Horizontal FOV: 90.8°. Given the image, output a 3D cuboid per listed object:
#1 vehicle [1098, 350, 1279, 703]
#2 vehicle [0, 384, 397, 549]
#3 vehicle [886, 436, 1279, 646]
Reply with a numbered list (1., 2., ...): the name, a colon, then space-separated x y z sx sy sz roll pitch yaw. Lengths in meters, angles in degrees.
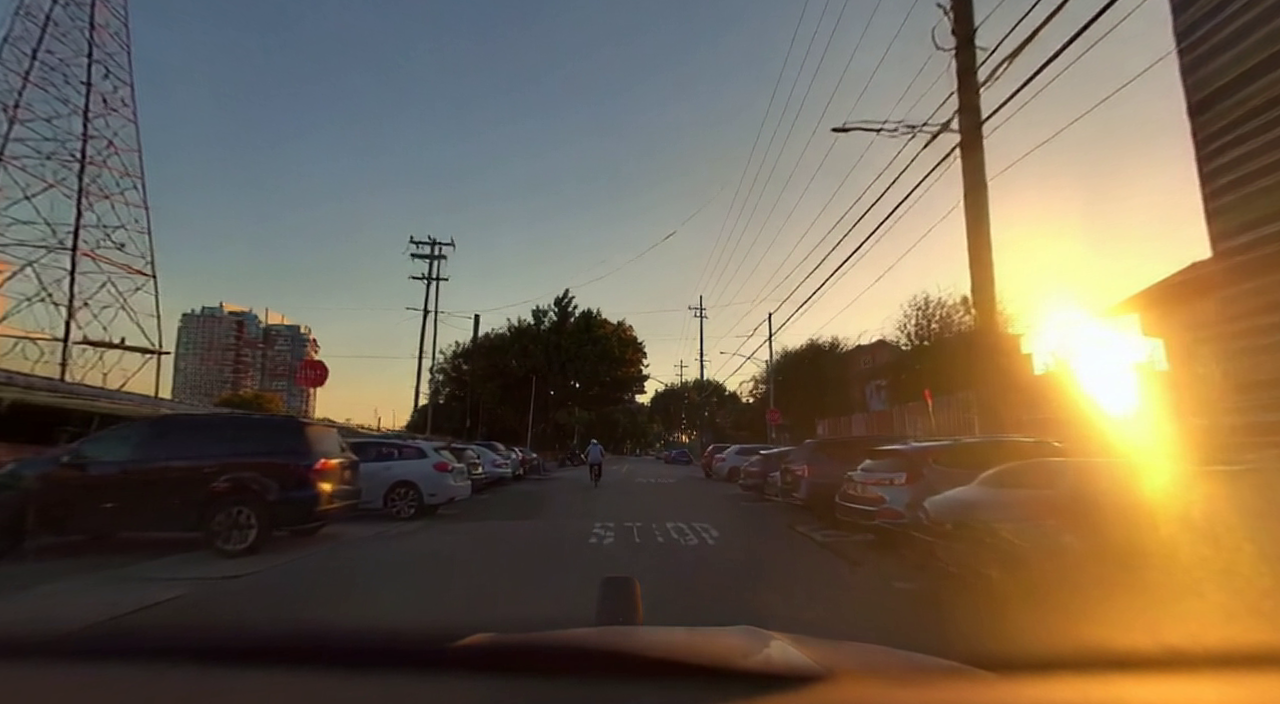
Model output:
1. vehicle: 4.856 0.866 2.545 4.402 1.770 1.933 0 -8 2
2. vehicle: -6.507 1.724 9.508 4.727 1.976 1.970 3 -12 1
3. vehicle: 4.803 1.443 5.357 4.659 1.421 1.771 0 -8 -1
